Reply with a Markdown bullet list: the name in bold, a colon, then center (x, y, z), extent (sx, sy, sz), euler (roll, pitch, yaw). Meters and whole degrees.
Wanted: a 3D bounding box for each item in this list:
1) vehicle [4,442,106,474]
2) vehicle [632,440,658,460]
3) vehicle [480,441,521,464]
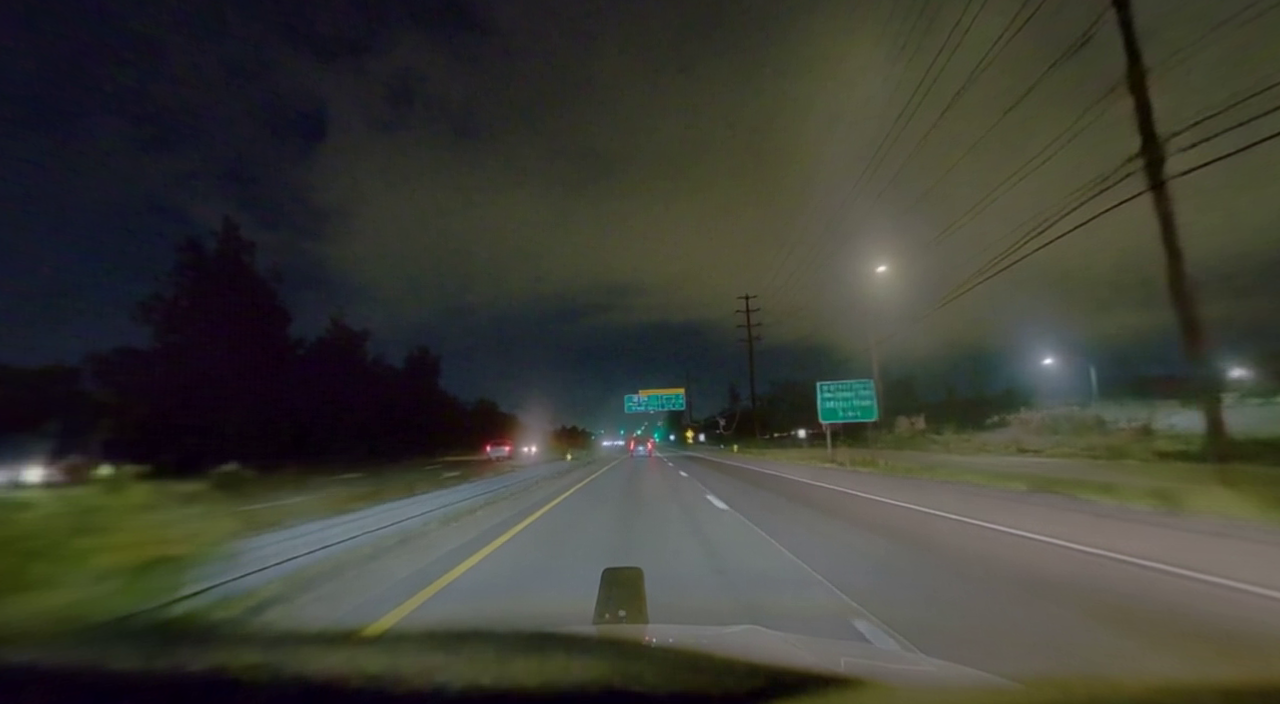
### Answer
- **vehicle**: center (-28.022, 5.087, 30.346), extent (1.542, 1.400, 3.449), euler (-2, -9, 0)
- **vehicle**: center (0.367, 7.717, 49.907), extent (2.036, 1.474, 3.969), euler (0, -8, 0)
- **vehicle**: center (-10.075, 7.282, 45.906), extent (1.947, 1.528, 4.355), euler (0, -8, 1)
